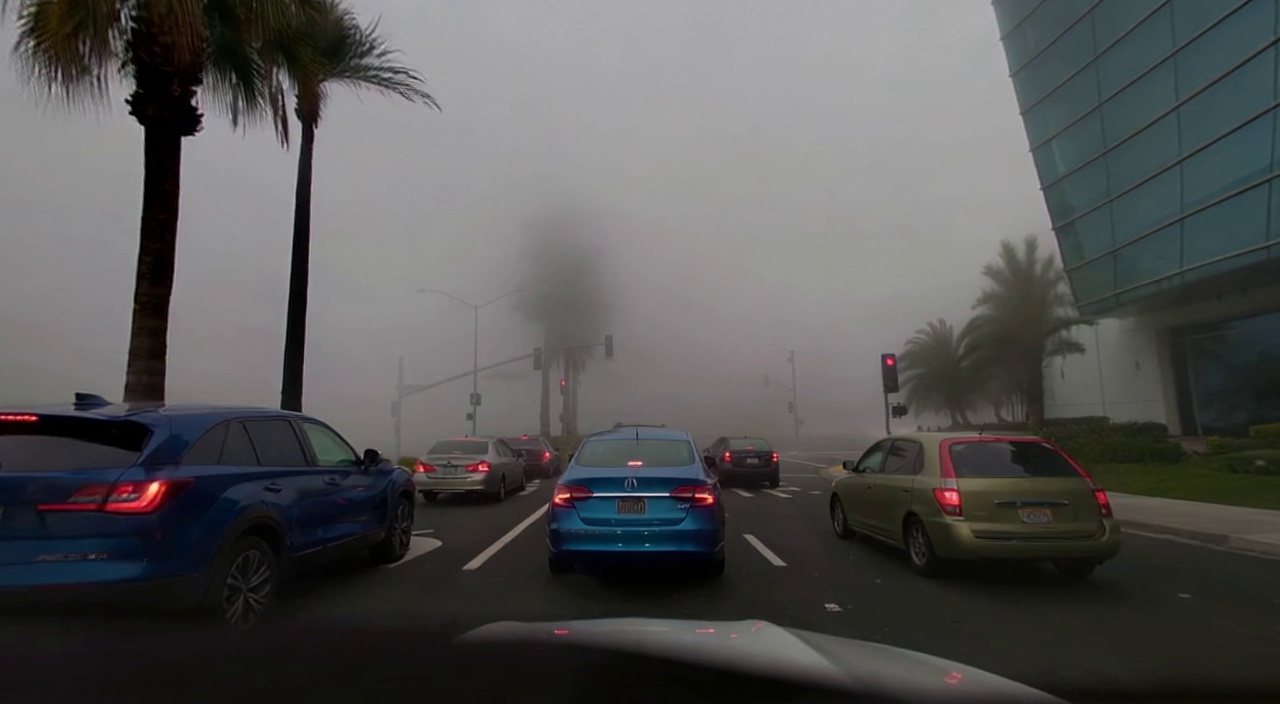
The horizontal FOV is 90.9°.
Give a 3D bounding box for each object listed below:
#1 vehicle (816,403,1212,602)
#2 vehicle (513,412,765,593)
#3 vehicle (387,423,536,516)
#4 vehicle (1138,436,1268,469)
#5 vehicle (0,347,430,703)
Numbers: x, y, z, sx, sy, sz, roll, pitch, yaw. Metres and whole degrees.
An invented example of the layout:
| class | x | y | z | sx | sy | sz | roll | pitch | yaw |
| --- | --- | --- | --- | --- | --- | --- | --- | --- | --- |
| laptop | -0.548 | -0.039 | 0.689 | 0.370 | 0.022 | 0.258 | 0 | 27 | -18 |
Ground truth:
| class | x | y | z | sx | sy | sz | roll | pitch | yaw |
| --- | --- | --- | --- | --- | --- | --- | --- | --- | --- |
| vehicle | 3.835 | 1.617 | 7.685 | 2.064 | 1.696 | 4.431 | 0 | -8 | 0 |
| vehicle | -0.053 | 1.653 | 7.811 | 2.219 | 1.586 | 4.321 | 0 | -8 | -1 |
| vehicle | -3.469 | 2.357 | 13.074 | 1.917 | 1.631 | 3.768 | 0 | -8 | 1 |
| vehicle | 25.470 | 4.543 | 28.652 | 4.014 | 1.417 | 1.777 | -1 | -8 | 5 |
| vehicle | -3.537 | 1.173 | 5.362 | 2.014 | 1.775 | 4.404 | 0 | -8 | -1 |
